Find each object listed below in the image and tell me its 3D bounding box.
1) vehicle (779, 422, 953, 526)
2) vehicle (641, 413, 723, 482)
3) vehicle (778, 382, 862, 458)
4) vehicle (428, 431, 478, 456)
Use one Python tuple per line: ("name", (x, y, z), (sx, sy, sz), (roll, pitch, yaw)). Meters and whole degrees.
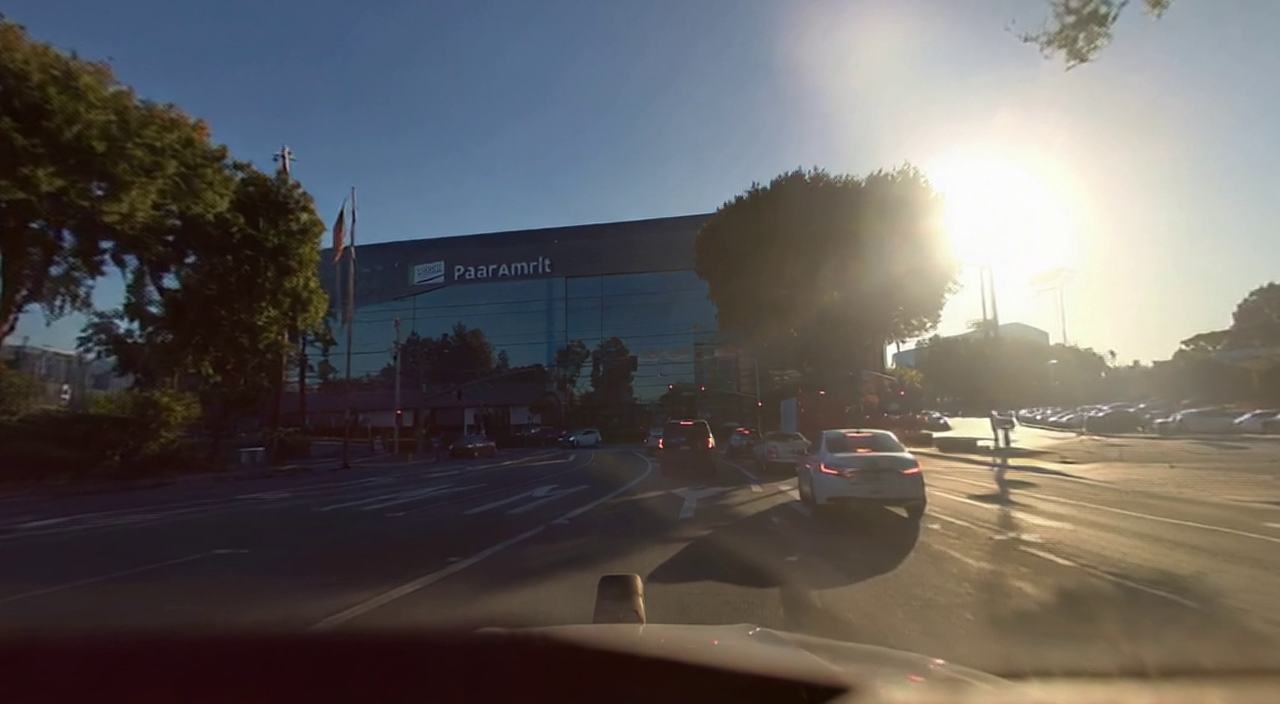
("vehicle", (3.824, 2.139, 11.621), (2.109, 1.500, 4.585), (-1, -9, 8))
("vehicle", (1.436, 2.984, 19.717), (2.188, 1.892, 4.488), (-1, -9, 8))
("vehicle", (10.269, 4.176, 36.936), (2.965, 3.900, 9.064), (-1, -9, 5))
("vehicle", (-13.428, 6.639, 45.394), (1.950, 1.713, 4.406), (-1, -9, 5))
